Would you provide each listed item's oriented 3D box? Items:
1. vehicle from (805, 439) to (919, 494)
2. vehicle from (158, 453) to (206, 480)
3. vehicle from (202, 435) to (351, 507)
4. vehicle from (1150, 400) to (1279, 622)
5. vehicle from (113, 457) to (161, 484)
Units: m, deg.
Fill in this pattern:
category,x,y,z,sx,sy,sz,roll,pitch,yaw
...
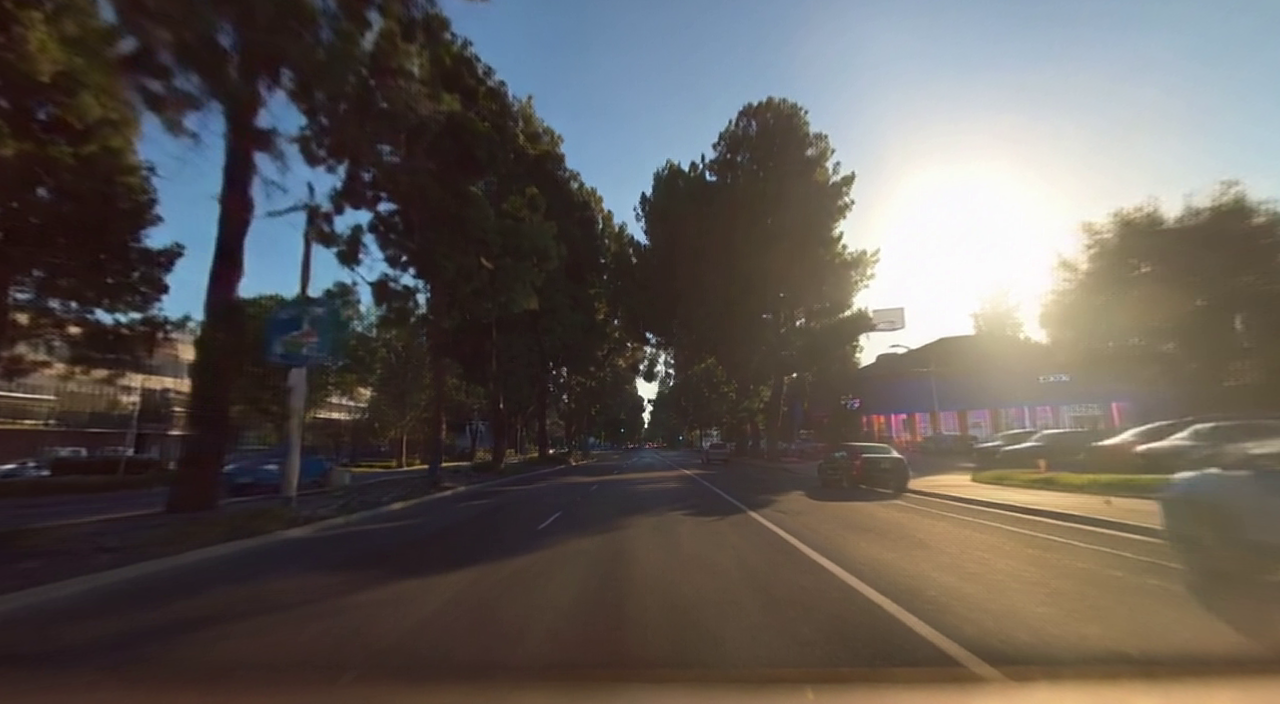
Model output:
category,x,y,z,sx,sy,sz,roll,pitch,yaw
vehicle,7.235,3.777,21.184,2.122,1.602,4.928,0,-8,1
vehicle,-34.012,8.496,46.776,2.077,1.851,4.582,7,-13,-44
vehicle,-12.185,3.980,21.633,2.157,2.139,4.800,0,-8,0
vehicle,7.068,1.317,4.774,2.157,2.057,4.994,0,-8,0
vehicle,-35.662,8.332,44.627,4.285,1.747,2.044,-8,-12,44
